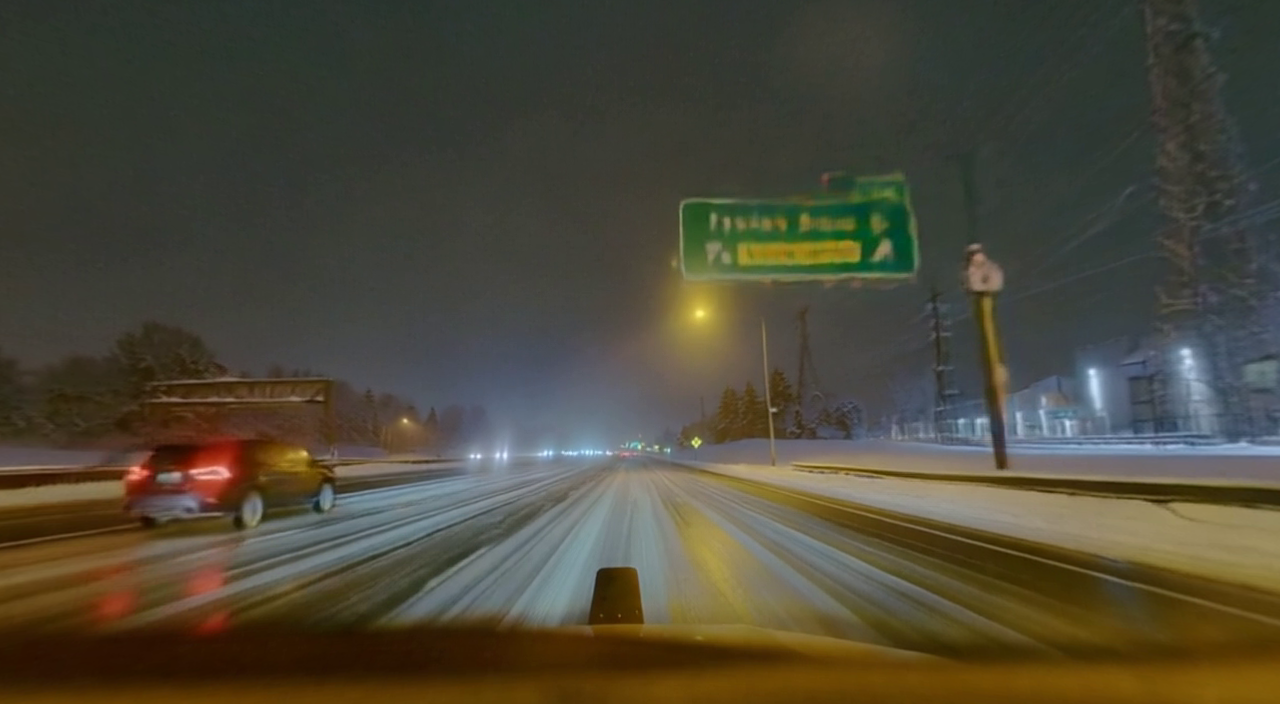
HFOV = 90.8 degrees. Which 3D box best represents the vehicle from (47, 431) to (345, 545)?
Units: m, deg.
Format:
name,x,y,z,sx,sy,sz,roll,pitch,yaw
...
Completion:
name,x,y,z,sx,sy,sz,roll,pitch,yaw
vehicle,-7.579,2.337,11.557,2.140,1.626,4.457,1,-9,1
